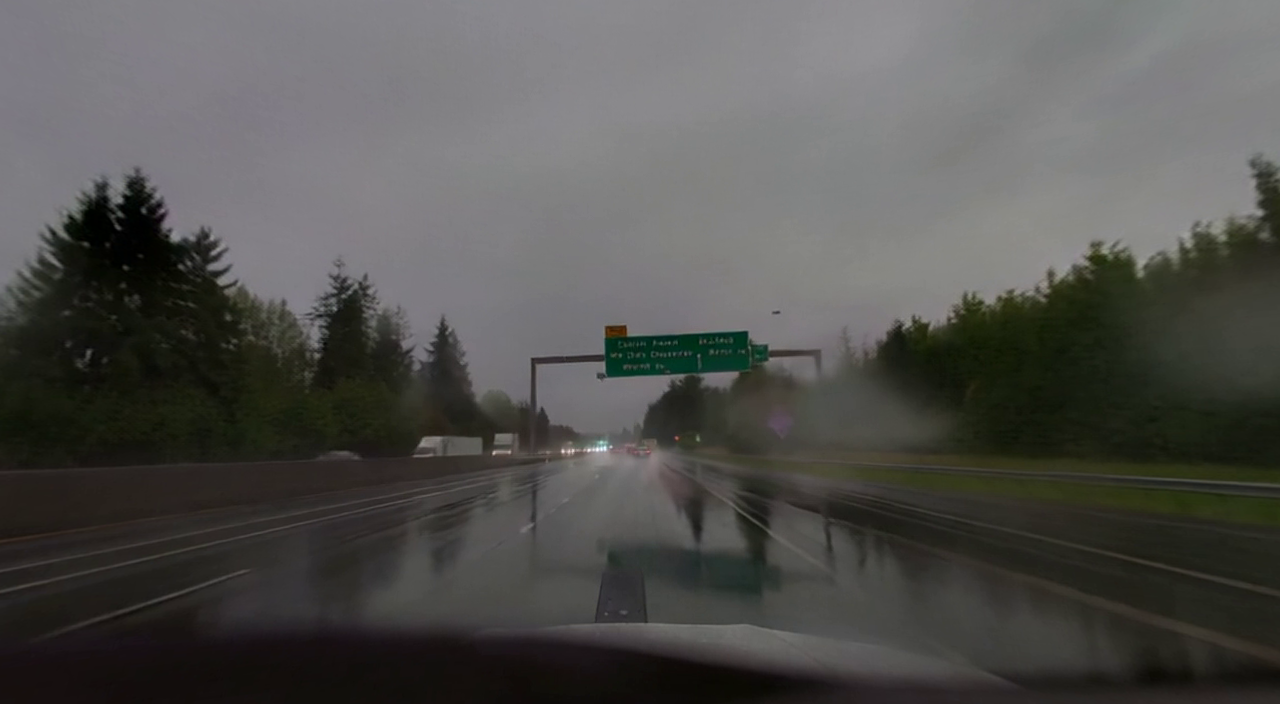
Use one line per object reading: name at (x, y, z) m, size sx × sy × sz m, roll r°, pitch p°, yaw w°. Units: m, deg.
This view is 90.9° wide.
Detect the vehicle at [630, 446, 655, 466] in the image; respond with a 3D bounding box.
vehicle at (0.182, 7.985, 48.436) m, size 1.860 × 1.473 × 3.689 m, roll 0°, pitch -9°, yaw 1°

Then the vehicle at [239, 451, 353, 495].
vehicle at (-12.551, 4.408, 23.346) m, size 1.829 × 1.472 × 4.158 m, roll 0°, pitch -9°, yaw 1°
